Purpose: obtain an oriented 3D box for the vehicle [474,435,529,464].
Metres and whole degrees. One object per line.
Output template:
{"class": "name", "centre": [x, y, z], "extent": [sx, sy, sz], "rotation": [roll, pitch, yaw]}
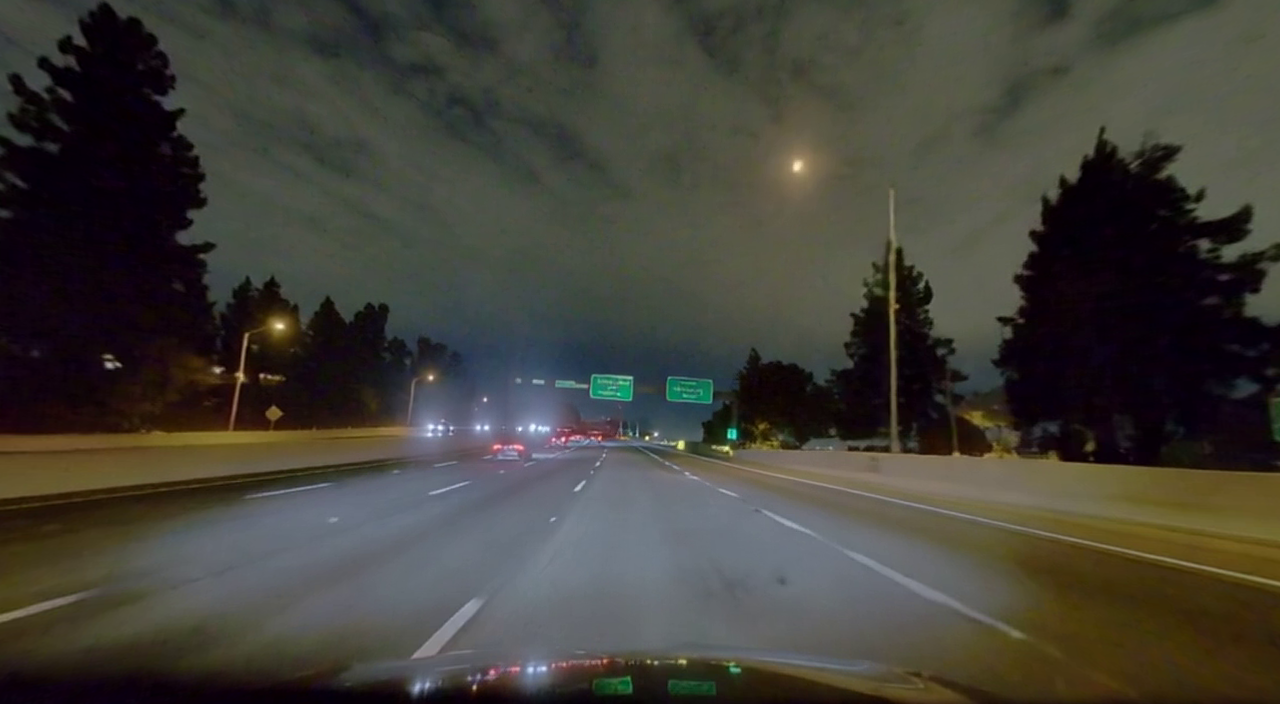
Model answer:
{"class": "vehicle", "centre": [-7.589, 5.394, 35.019], "extent": [2.025, 1.494, 4.495], "rotation": [0, -8, 0]}
